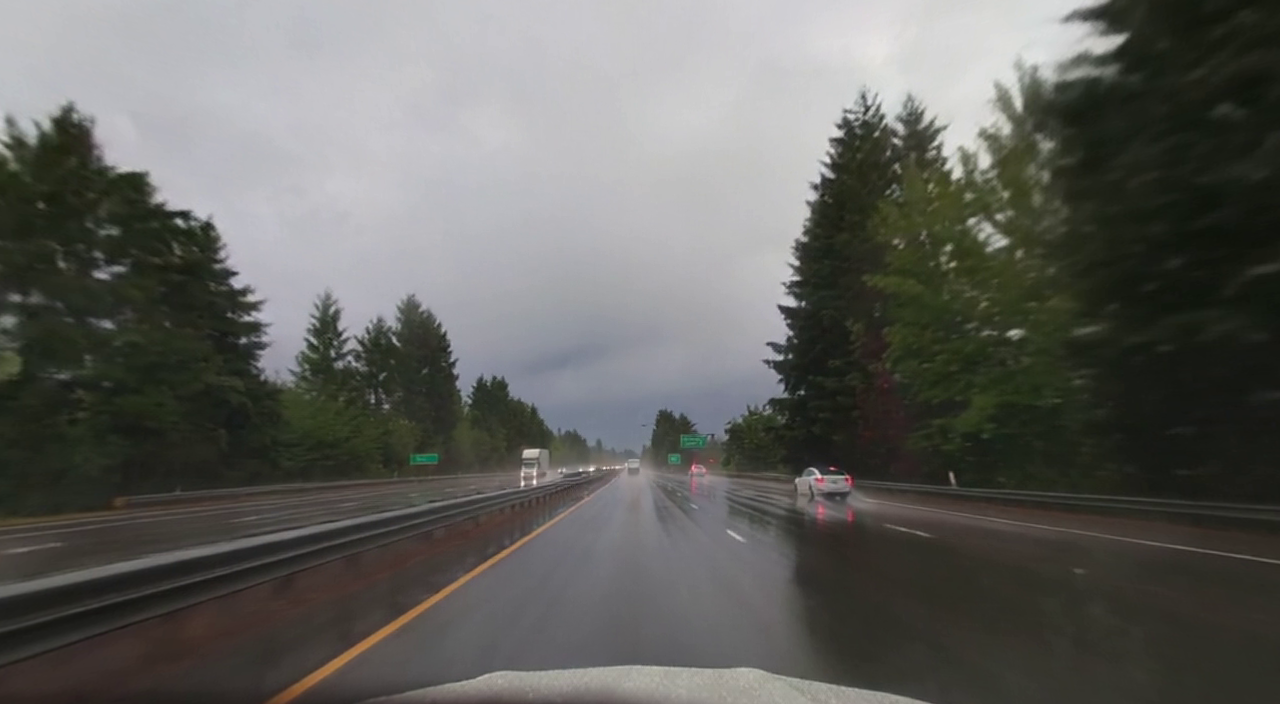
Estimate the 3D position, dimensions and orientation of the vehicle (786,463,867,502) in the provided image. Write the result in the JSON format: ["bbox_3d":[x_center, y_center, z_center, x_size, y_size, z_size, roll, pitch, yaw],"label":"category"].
[{"bbox_3d":[7.827,5.514,26.930,2.024,1.476,4.352,1,-10,-1],"label":"vehicle"}]
